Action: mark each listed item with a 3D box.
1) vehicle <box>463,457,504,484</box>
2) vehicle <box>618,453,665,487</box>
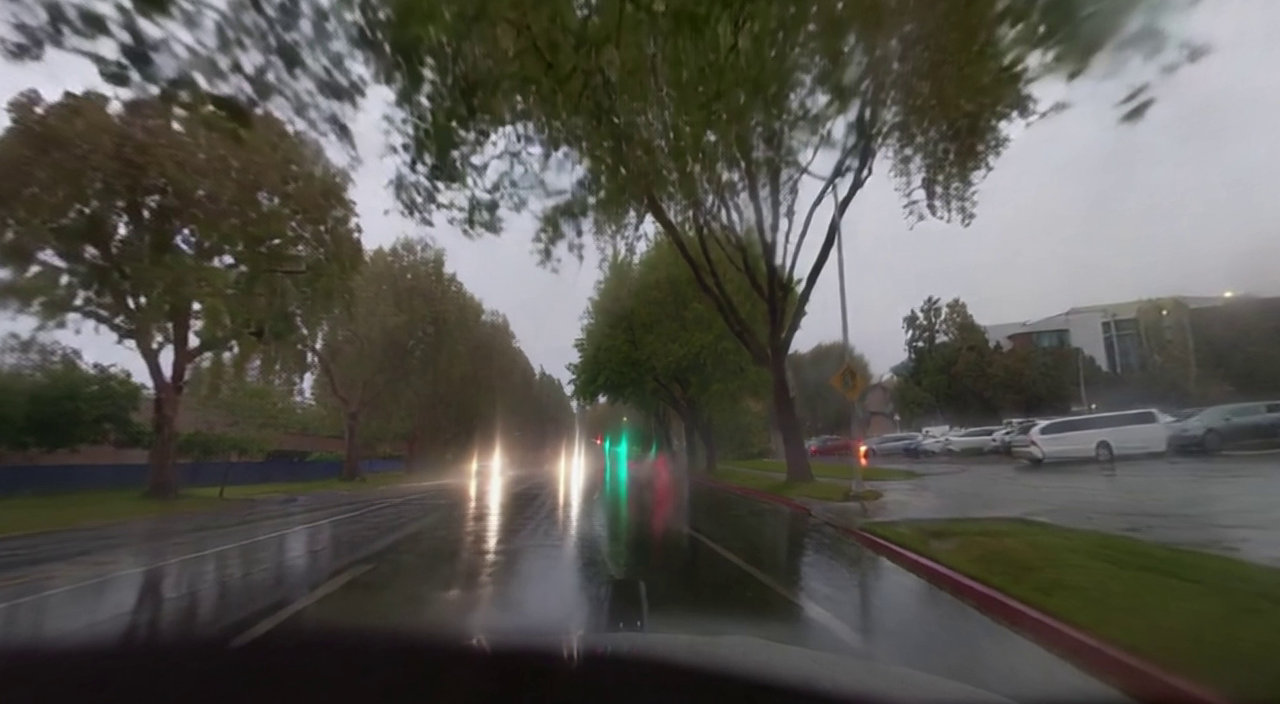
[{"bbox_3d":[-11.161,8.457,45.353,1.969,1.751,4.432,0,-9,-1],"label":"vehicle"},{"bbox_3d":[0.045,5.717,30.919,2.111,1.466,4.223,-1,-9,-1],"label":"vehicle"}]
